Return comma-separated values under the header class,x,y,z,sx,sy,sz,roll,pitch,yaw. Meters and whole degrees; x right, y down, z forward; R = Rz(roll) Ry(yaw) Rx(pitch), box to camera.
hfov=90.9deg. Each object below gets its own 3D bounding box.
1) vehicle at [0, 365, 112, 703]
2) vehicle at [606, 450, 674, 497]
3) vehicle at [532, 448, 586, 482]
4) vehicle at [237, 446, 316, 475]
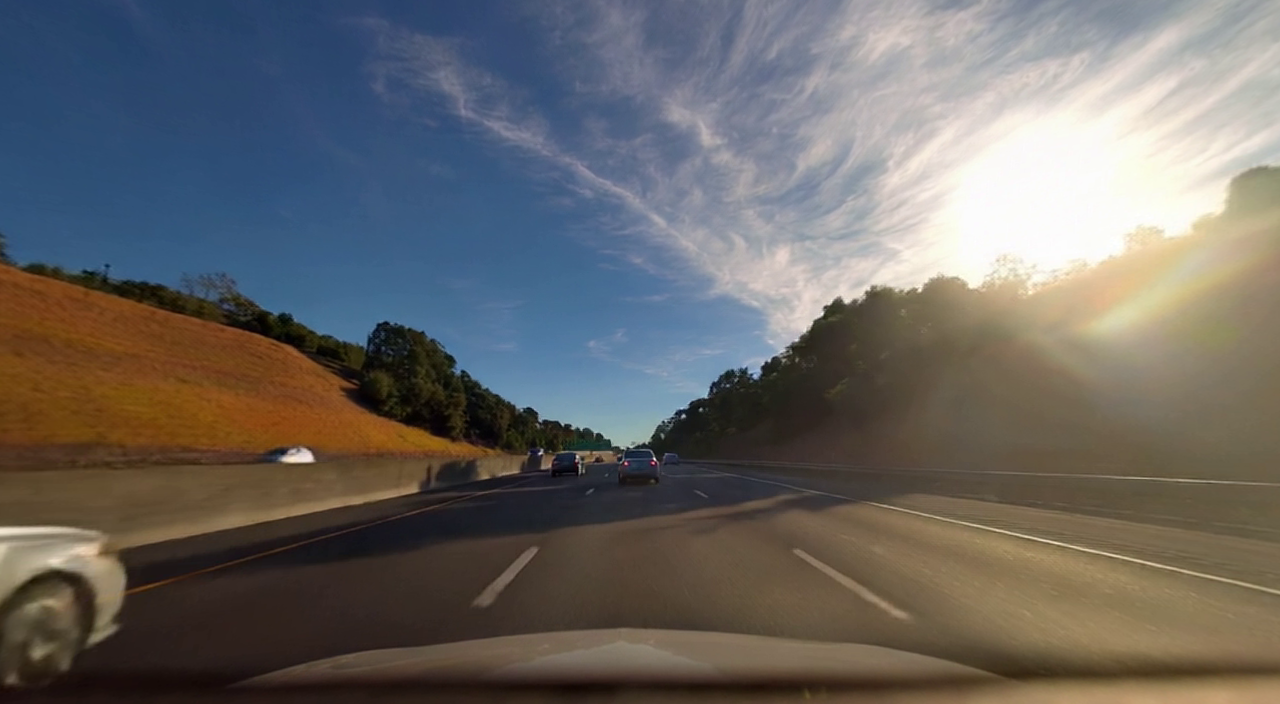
class,x,y,z,sx,sy,sz,roll,pitch,yaw
vehicle,-3.749,0.632,1.131,2.048,1.621,4.058,0,-9,0
vehicle,-0.026,3.937,20.815,2.023,1.400,4.028,0,-9,-1
vehicle,-4.007,5.709,32.004,2.153,1.581,4.375,0,-9,0
vehicle,-19.511,5.825,34.033,1.865,1.456,3.979,0,-9,-1
